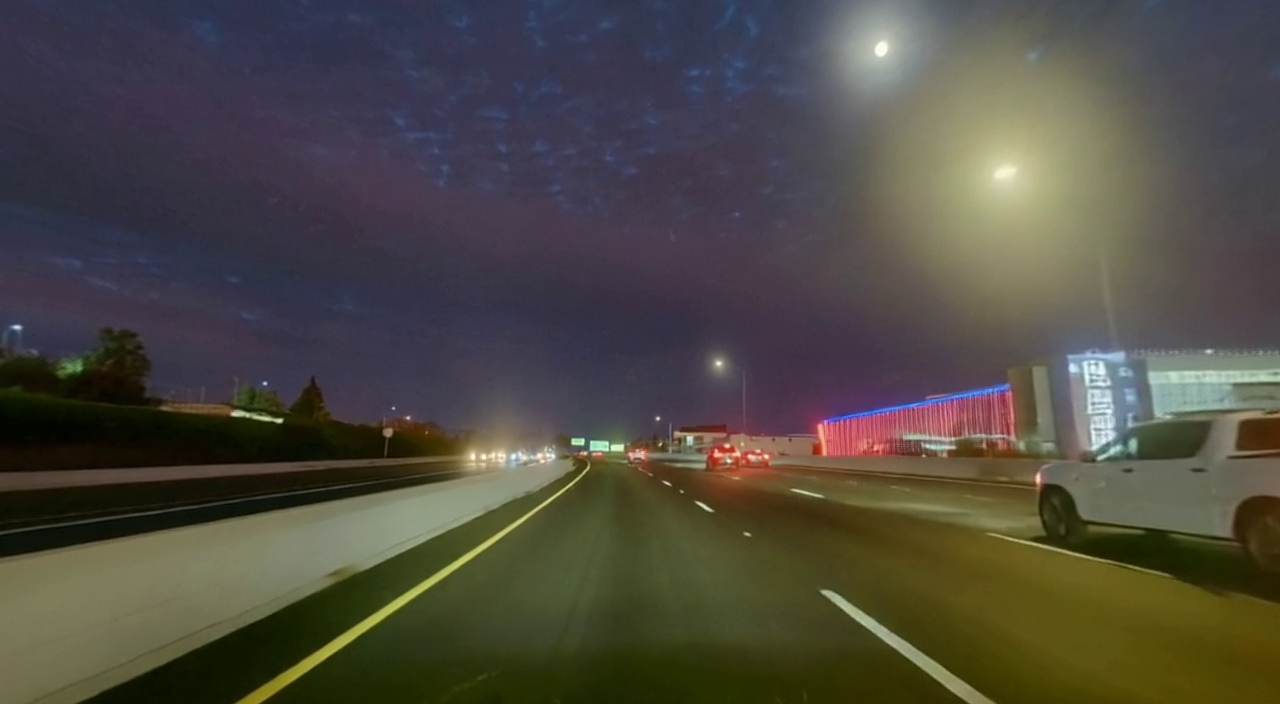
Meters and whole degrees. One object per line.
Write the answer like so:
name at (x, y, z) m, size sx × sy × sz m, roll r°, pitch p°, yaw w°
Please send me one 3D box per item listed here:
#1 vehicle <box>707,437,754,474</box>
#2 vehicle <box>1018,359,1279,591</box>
vehicle at (5.739, 6.649, 40.769) m, size 2.043 × 2.154 × 4.731 m, roll 0°, pitch -9°, yaw -3°
vehicle at (6.536, 1.205, 6.472) m, size 2.181 × 1.952 × 4.973 m, roll 0°, pitch -9°, yaw 0°
